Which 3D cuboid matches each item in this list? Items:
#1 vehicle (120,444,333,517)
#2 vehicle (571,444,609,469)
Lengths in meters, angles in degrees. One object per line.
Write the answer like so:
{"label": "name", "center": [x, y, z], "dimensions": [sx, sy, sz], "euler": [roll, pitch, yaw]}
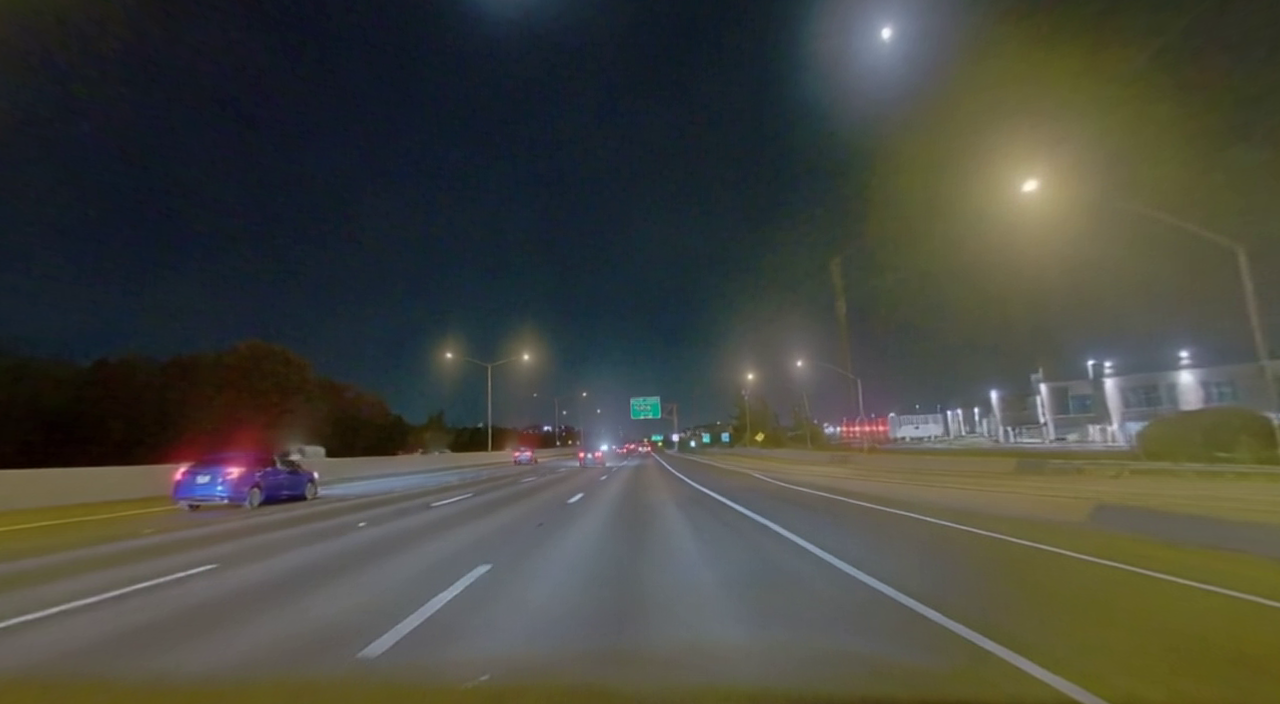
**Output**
{"label": "vehicle", "center": [-9.967, 3.077, 15.819], "dimensions": [2.002, 1.526, 4.822], "euler": [0, -8, 1]}
{"label": "vehicle", "center": [-3.174, 6.753, 41.039], "dimensions": [2.050, 1.479, 4.342], "euler": [0, -8, 1]}
